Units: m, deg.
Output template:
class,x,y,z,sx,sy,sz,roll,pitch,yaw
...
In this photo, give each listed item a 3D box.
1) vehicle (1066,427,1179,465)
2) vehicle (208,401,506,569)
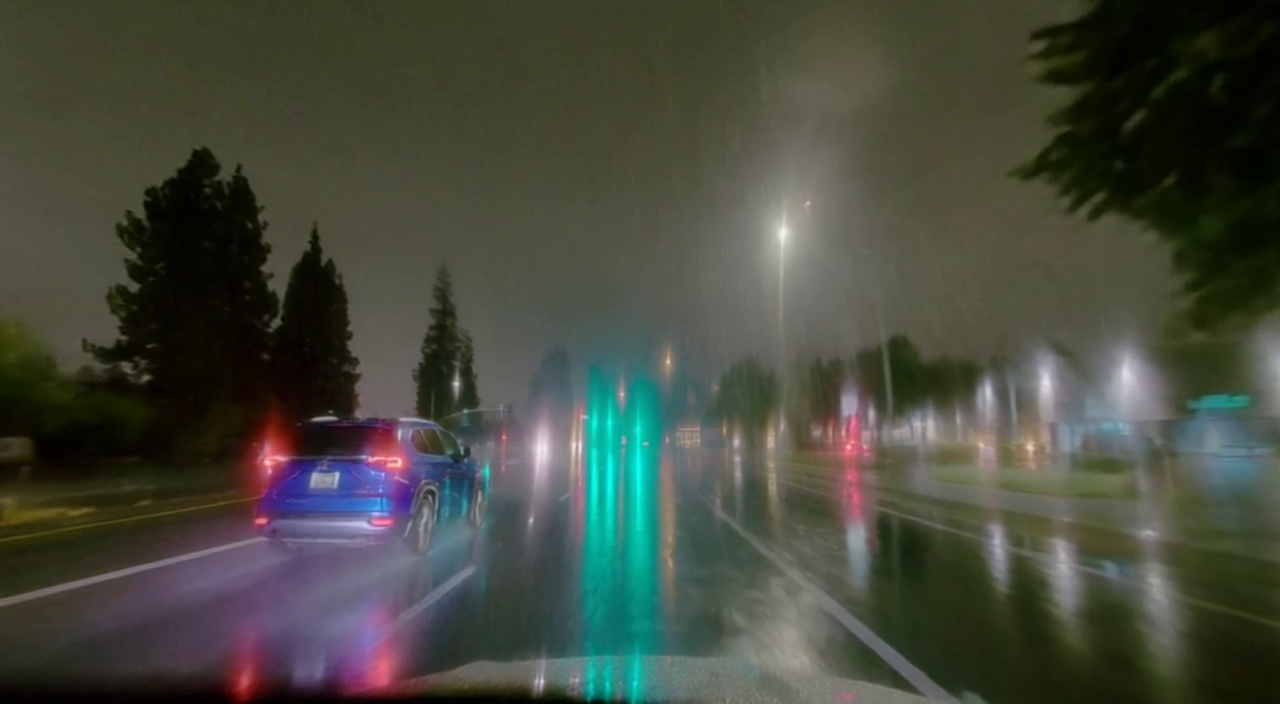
class,x,y,z,sx,sy,sz,roll,pitch,yaw
vehicle,23.260,4.504,30.430,4.000,1.458,1.640,-4,-7,0
vehicle,-3.410,1.714,8.816,2.033,1.713,4.503,0,-9,0
